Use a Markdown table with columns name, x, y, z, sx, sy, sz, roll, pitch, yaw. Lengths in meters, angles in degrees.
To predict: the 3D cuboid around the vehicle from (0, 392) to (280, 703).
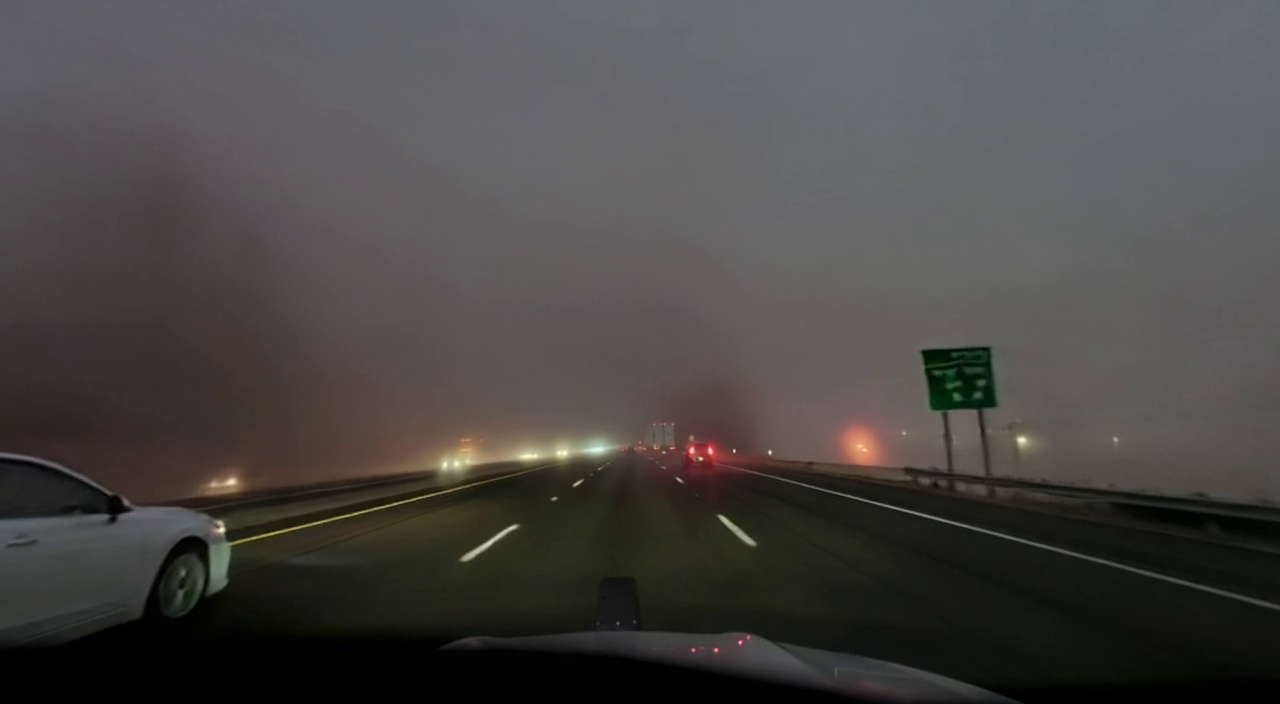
| name | x | y | z | sx | sy | sz | roll | pitch | yaw |
| --- | --- | --- | --- | --- | --- | --- | --- | --- | --- |
| vehicle | -4.225 | 1.023 | 3.288 | 1.903 | 1.607 | 4.770 | 0 | -8 | 0 |

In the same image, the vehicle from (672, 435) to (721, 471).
| name | x | y | z | sx | sy | sz | roll | pitch | yaw |
| --- | --- | --- | --- | --- | --- | --- | --- | --- | --- |
| vehicle | 2.886 | 5.244 | 33.057 | 2.065 | 1.760 | 4.488 | 0 | -8 | -1 |
